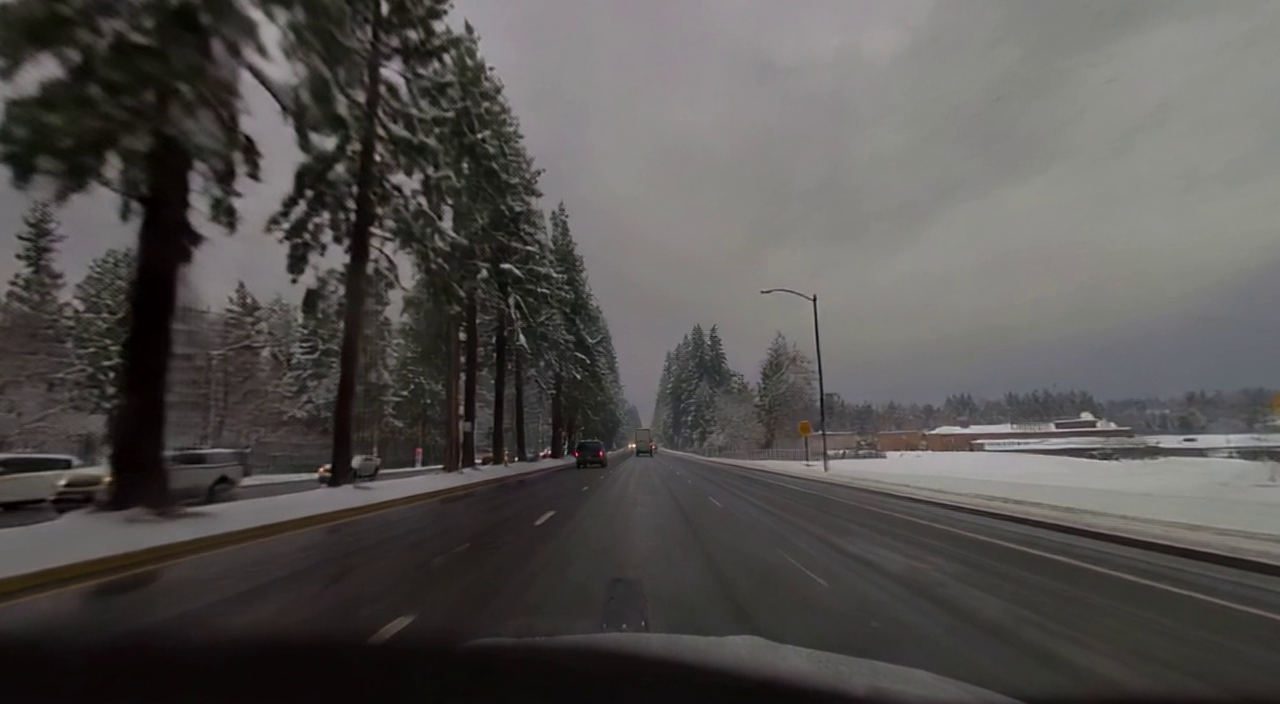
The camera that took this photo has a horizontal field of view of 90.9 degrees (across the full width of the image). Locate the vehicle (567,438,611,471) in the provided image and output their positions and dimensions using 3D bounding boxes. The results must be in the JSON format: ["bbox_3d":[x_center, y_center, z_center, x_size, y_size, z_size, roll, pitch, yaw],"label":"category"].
[{"bbox_3d":[-3.157,6.466,40.029,2.255,1.940,4.822,0,-8,1],"label":"vehicle"}]

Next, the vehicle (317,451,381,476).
[{"bbox_3d":[-19.226,7.347,41.873,1.874,1.470,4.679,-1,-8,2],"label":"vehicle"}]

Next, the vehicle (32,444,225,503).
[{"bbox_3d":[-16.785,3.962,21.136,2.225,1.719,4.915,-1,-8,2],"label":"vehicle"}]
